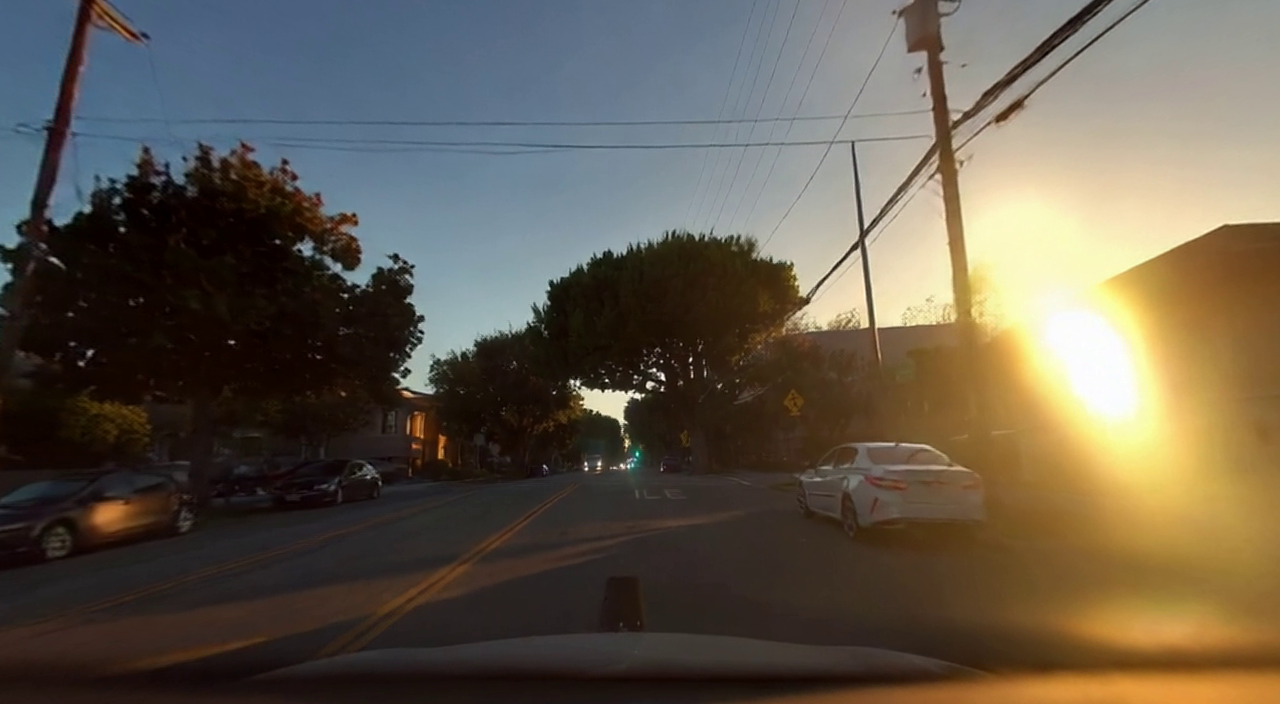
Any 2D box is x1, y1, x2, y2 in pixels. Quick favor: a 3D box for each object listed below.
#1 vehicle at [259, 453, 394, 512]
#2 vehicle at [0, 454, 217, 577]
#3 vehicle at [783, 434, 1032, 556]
[{"bbox_3d":[-9.472,3.942,19.623,2.000,1.495,4.687,0,-9,-3],"label":"vehicle"},{"bbox_3d":[-9.413,2.609,10.599,1.884,1.526,4.061,-5,-8,0],"label":"vehicle"},{"bbox_3d":[3.814,2.115,10.145,1.946,1.468,4.721,0,-9,0],"label":"vehicle"}]
